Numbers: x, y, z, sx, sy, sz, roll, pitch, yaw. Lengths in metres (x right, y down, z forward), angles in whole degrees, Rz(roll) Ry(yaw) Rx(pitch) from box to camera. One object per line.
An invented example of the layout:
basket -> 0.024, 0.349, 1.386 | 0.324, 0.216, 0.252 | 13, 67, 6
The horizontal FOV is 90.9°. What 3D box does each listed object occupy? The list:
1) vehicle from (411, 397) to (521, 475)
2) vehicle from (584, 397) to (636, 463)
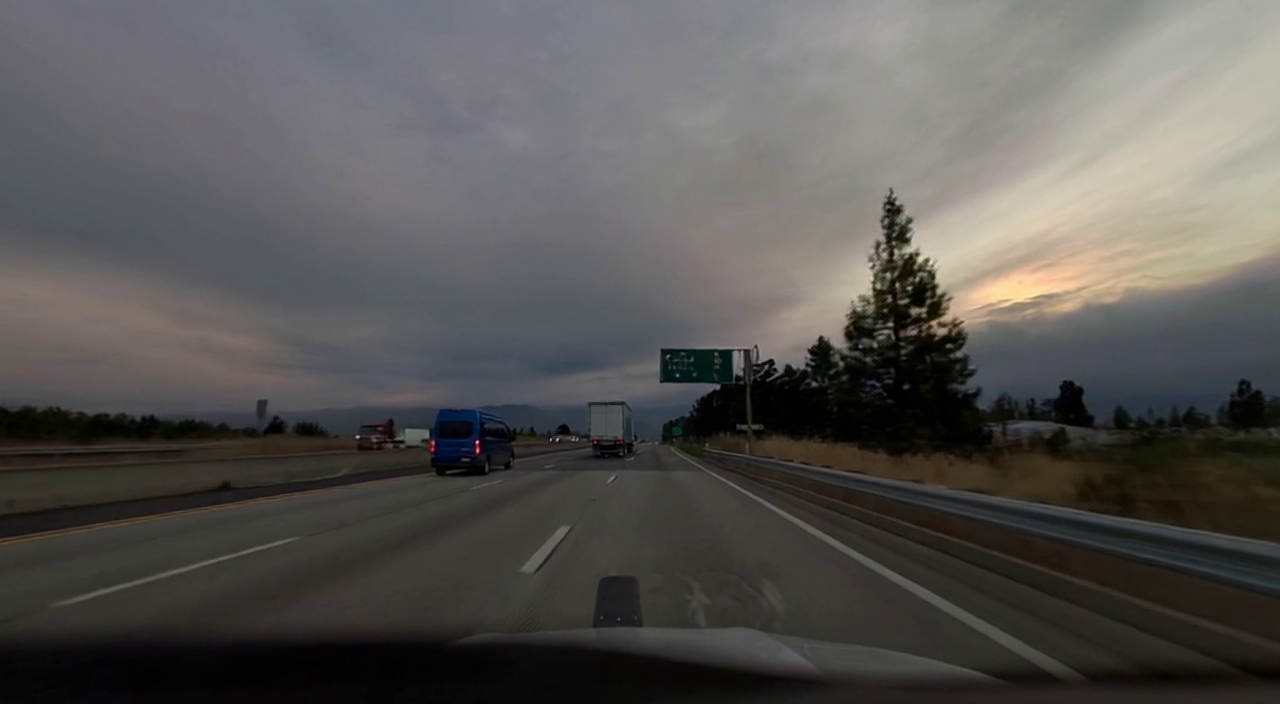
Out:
vehicle -> -6.836, 3.445, 25.861 | 2.396, 2.763, 6.935 | 0, -8, 1
vehicle -> -1.968, 5.552, 44.665 | 3.173, 4.185, 8.360 | 0, -8, 0
